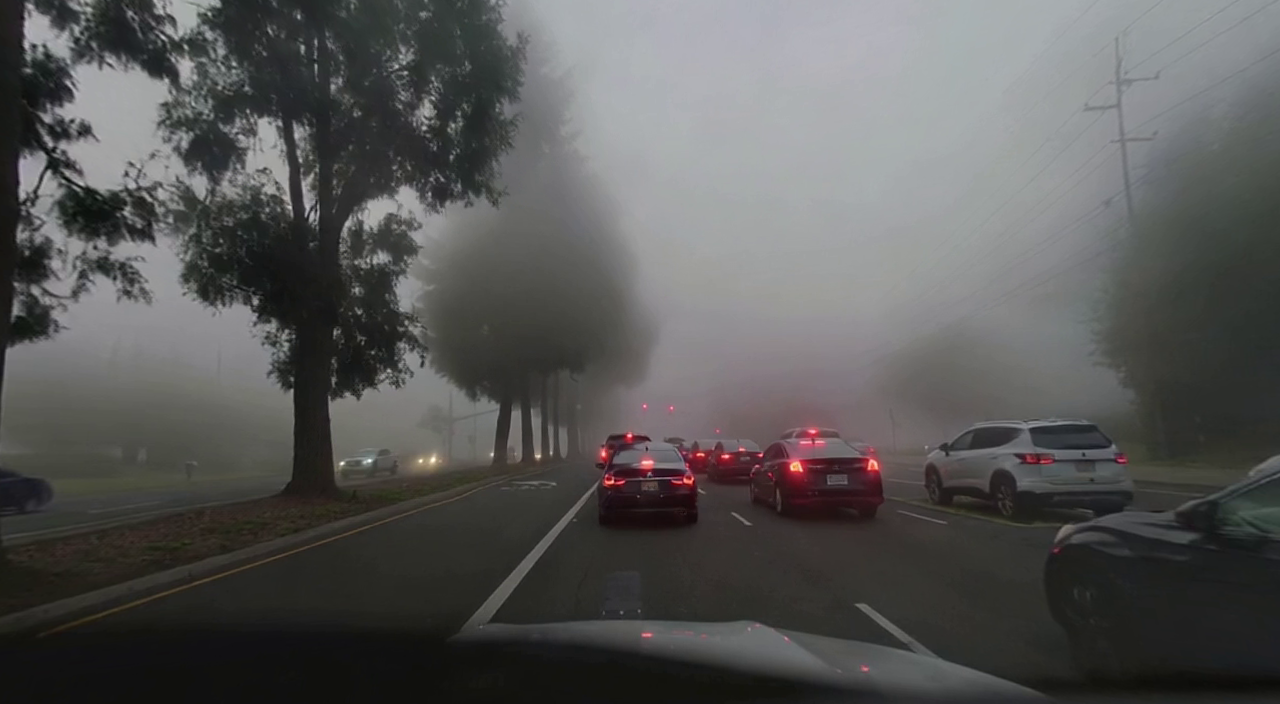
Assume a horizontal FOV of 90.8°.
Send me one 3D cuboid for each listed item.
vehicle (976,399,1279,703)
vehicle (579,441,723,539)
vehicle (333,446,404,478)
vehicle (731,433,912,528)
[{"bbox_3d":[3.482,0.904,2.317,1.959,1.472,4.571,0,-9,0],"label":"vehicle"},{"bbox_3d":[0.088,2.225,10.850,1.990,1.347,4.067,0,-9,-2],"label":"vehicle"},{"bbox_3d":[-15.711,6.355,36.838,2.080,1.738,4.686,0,-9,0],"label":"vehicle"},{"bbox_3d":[3.183,2.376,12.362,1.970,1.445,4.974,0,-9,-1],"label":"vehicle"}]
